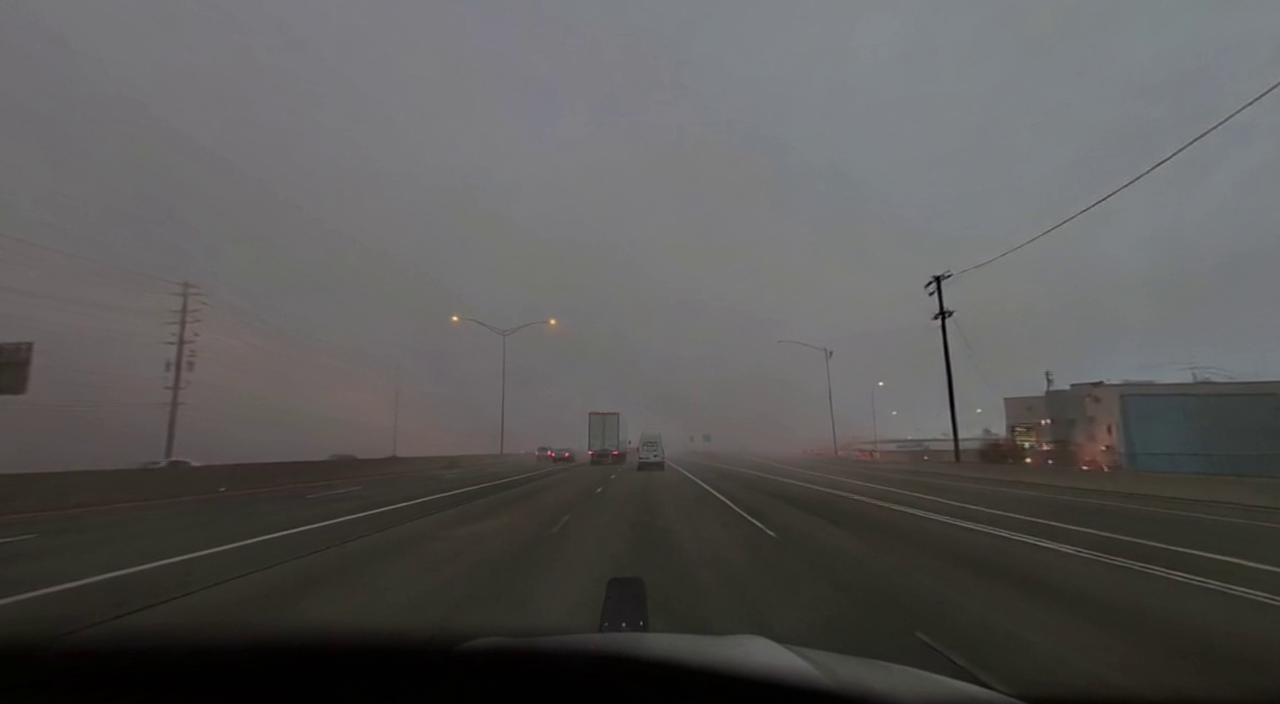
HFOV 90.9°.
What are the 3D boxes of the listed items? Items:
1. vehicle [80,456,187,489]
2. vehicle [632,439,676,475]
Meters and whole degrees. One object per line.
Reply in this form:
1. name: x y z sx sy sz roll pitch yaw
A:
1. vehicle: -26.721 6.364 33.521 1.867 1.537 4.532 0 -8 0
2. vehicle: 0.742 5.771 34.965 2.279 1.837 4.747 0 -8 0
